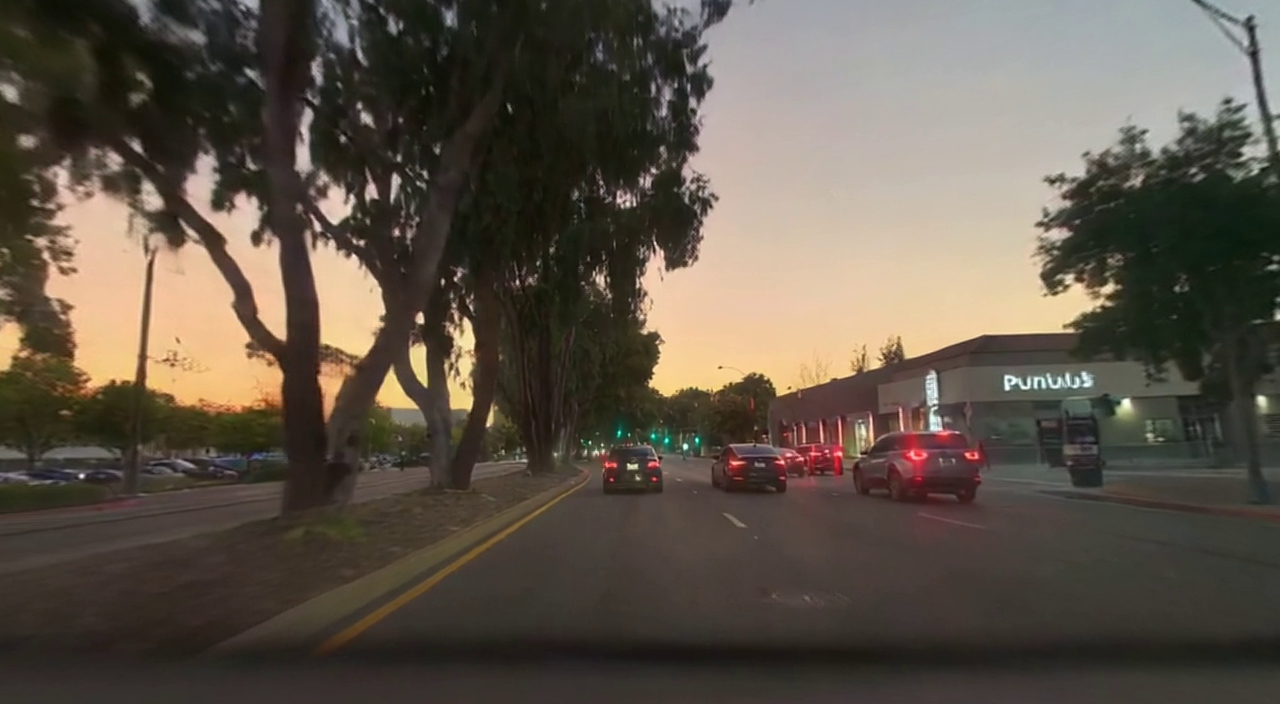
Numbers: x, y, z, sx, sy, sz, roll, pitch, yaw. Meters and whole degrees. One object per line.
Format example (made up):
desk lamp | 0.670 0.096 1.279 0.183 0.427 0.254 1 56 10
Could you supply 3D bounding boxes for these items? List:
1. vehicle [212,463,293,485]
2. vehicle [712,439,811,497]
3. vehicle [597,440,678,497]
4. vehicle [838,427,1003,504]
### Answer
vehicle | -28.187 8.889 46.012 4.693 1.499 1.838 -1 -9 1
vehicle | 3.438 3.385 18.768 1.993 1.477 4.240 0 -9 -1
vehicle | -0.133 3.364 18.536 2.101 1.444 4.248 0 -9 -2
vehicle | 7.116 2.948 16.763 2.052 1.708 4.842 0 -9 -1
